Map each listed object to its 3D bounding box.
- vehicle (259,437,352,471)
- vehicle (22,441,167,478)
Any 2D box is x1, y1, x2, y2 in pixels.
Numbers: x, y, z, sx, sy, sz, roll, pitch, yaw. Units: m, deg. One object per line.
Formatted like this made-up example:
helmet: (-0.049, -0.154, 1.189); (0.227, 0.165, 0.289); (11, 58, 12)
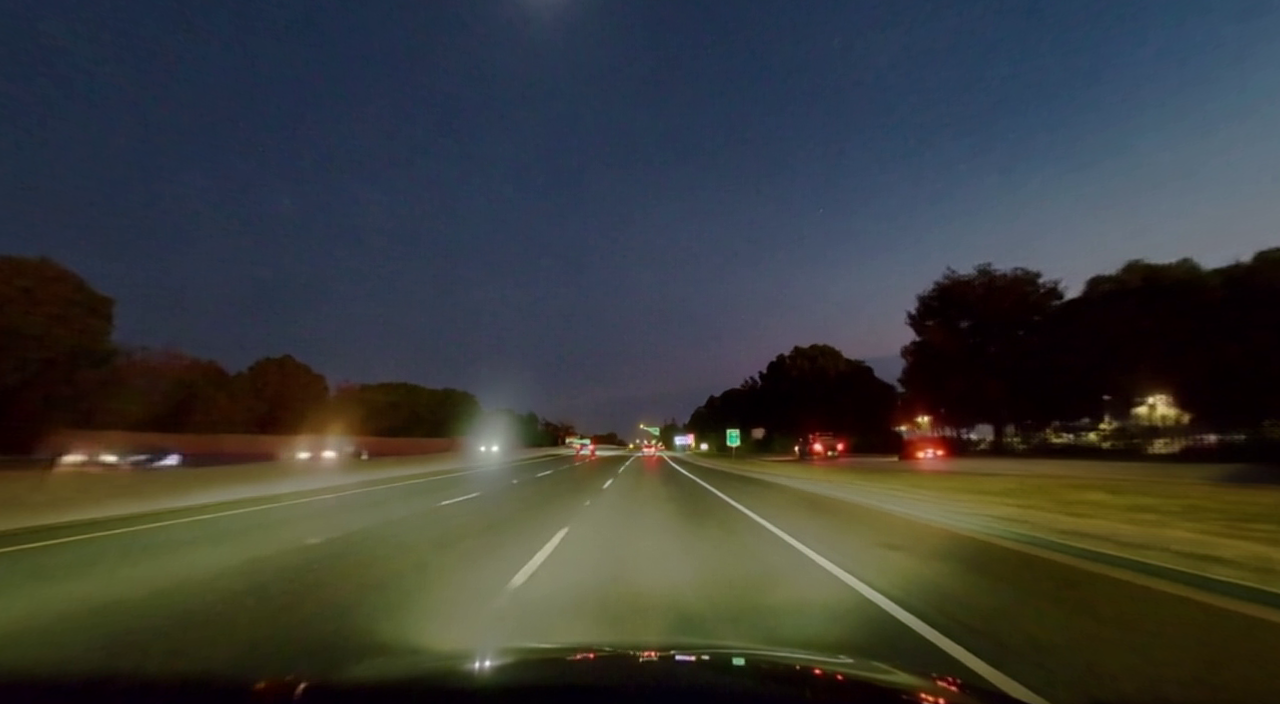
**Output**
vehicle: (-17.557, 5.389, 33.435); (2.200, 1.627, 4.900); (0, -9, 0)
vehicle: (-25.036, 4.940, 29.272); (2.061, 1.561, 5.097); (0, -9, 2)
